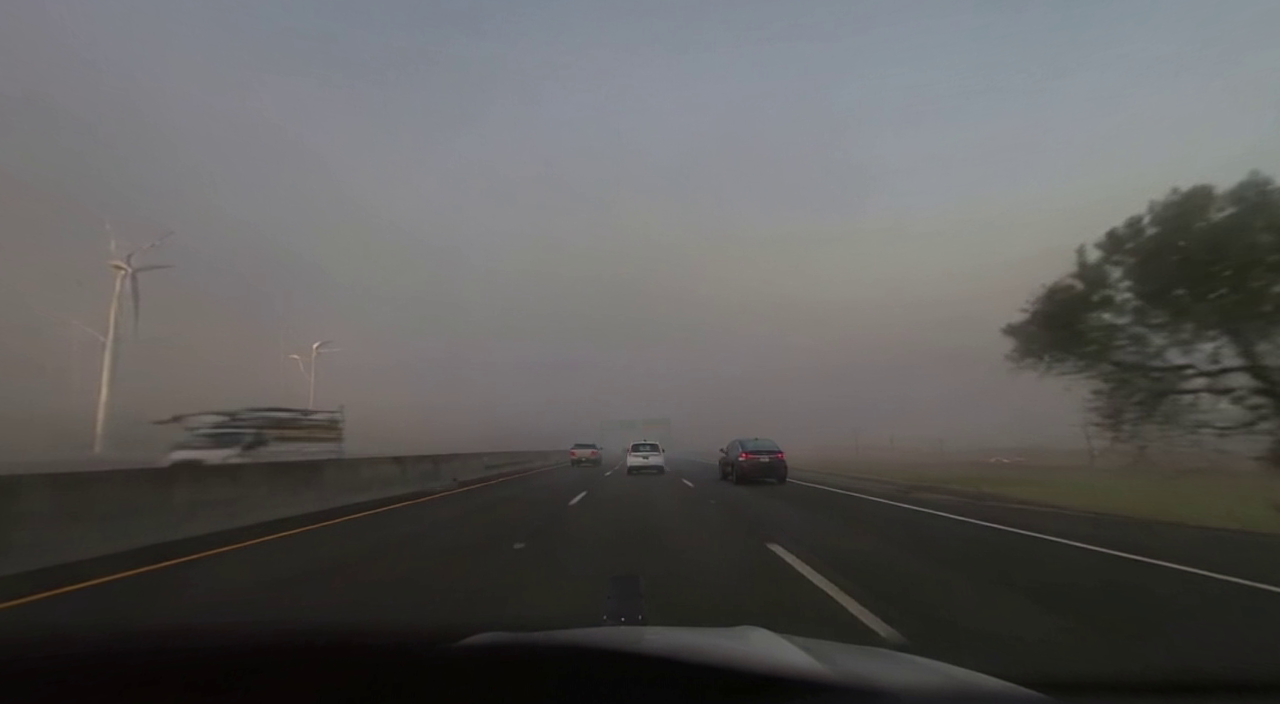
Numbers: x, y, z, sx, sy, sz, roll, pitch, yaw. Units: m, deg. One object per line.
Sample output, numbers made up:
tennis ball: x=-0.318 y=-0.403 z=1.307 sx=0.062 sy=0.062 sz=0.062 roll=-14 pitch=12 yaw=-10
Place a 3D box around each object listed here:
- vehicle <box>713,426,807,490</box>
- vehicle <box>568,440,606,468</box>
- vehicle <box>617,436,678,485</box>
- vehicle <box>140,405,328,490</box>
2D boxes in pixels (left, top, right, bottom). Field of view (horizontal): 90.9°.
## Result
vehicle: x=3.864 y=3.540 z=21.288 sx=2.104 sy=1.861 sz=4.956 roll=0 pitch=-9 yaw=-1
vehicle: x=-3.556 y=6.957 z=43.196 sx=2.131 sy=1.784 sz=4.635 roll=0 pitch=-9 yaw=1
vehicle: x=0.254 y=4.024 z=23.496 sx=2.083 sy=1.653 sz=3.787 roll=0 pitch=-9 yaw=0
vehicle: x=-15.886 y=3.864 z=25.528 sx=2.621 sy=2.942 sz=7.225 roll=0 pitch=-9 yaw=1
